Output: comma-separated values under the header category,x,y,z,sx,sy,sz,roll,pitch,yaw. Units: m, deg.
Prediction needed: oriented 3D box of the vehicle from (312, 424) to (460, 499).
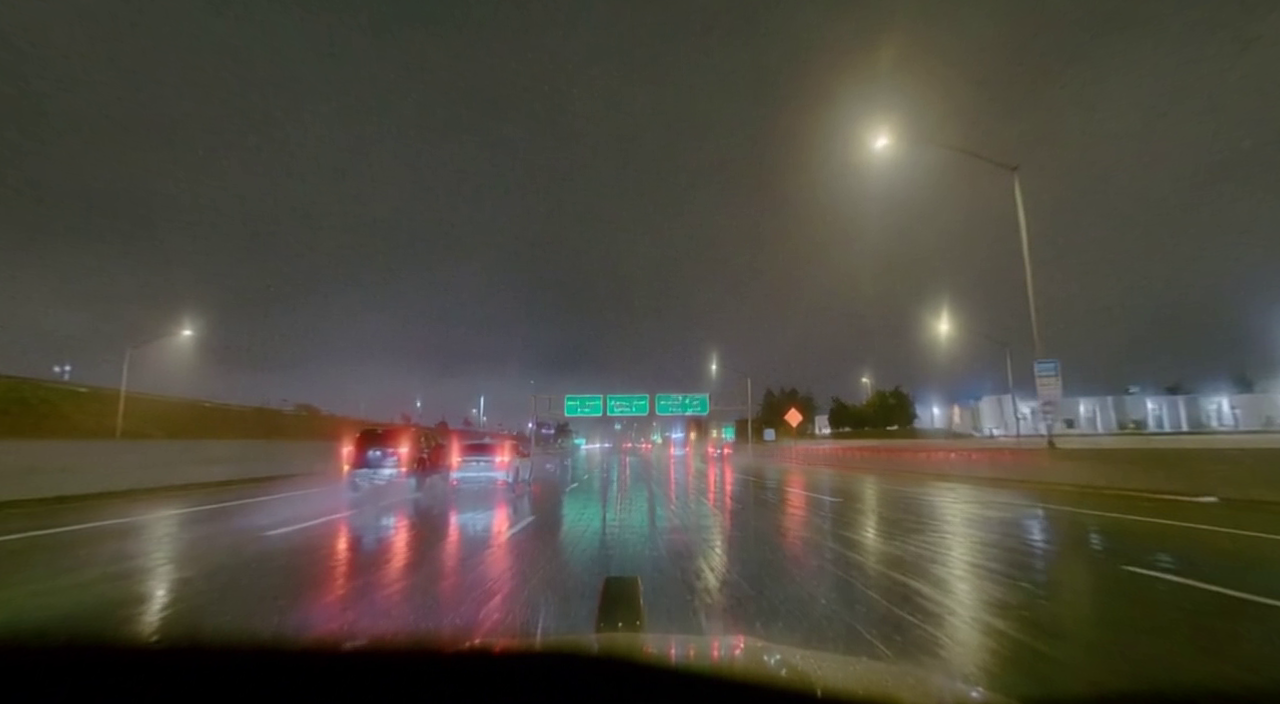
category,x,y,z,sx,sy,sz,roll,pitch,yaw
vehicle,-7.156,3.161,18.589,2.208,1.876,5.088,0,-8,0

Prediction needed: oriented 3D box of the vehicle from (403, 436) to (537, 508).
category,x,y,z,sx,sy,sz,roll,pitch,yaw
vehicle,-4.009,2.900,15.799,2.051,1.516,4.493,0,-8,1
